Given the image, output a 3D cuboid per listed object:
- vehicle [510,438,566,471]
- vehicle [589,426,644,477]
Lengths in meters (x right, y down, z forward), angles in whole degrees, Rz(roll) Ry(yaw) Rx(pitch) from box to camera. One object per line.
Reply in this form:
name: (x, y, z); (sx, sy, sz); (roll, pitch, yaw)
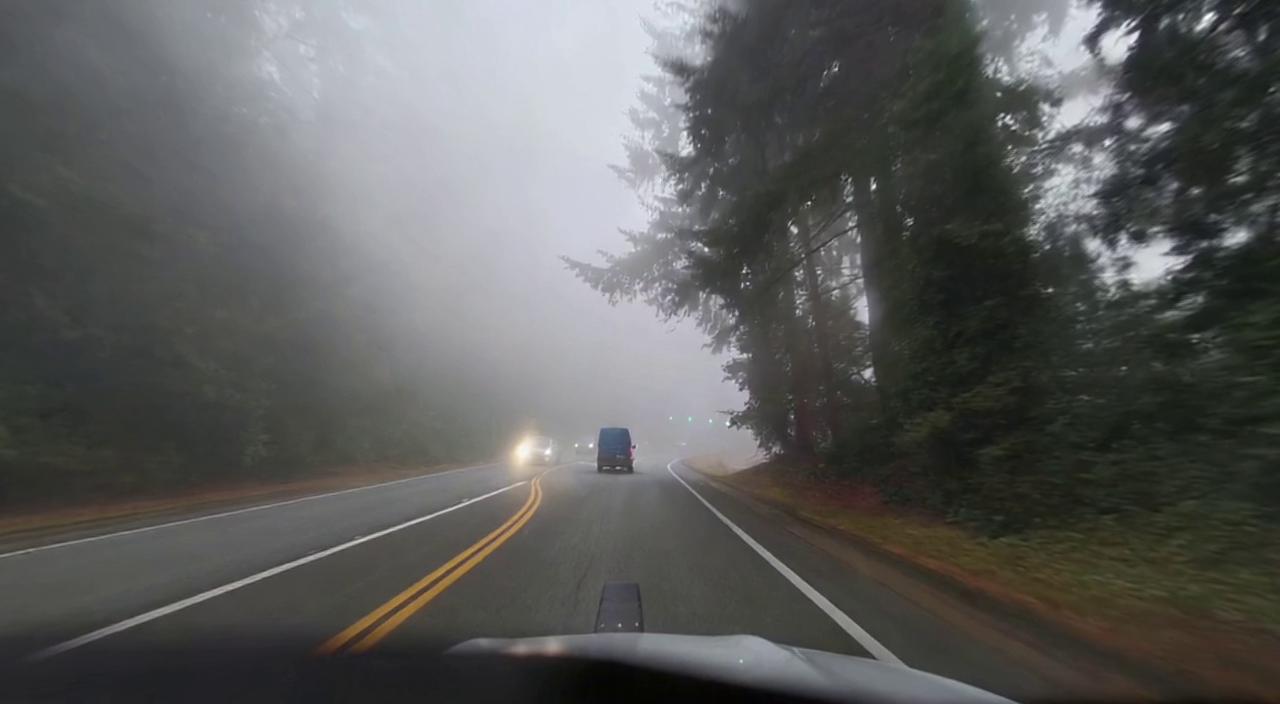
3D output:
vehicle: (-5.348, 5.451, 33.631); (2.051, 1.648, 4.451); (0, -8, 3)
vehicle: (-1.104, 4.665, 29.631); (2.362, 2.185, 5.212); (0, -8, -2)
